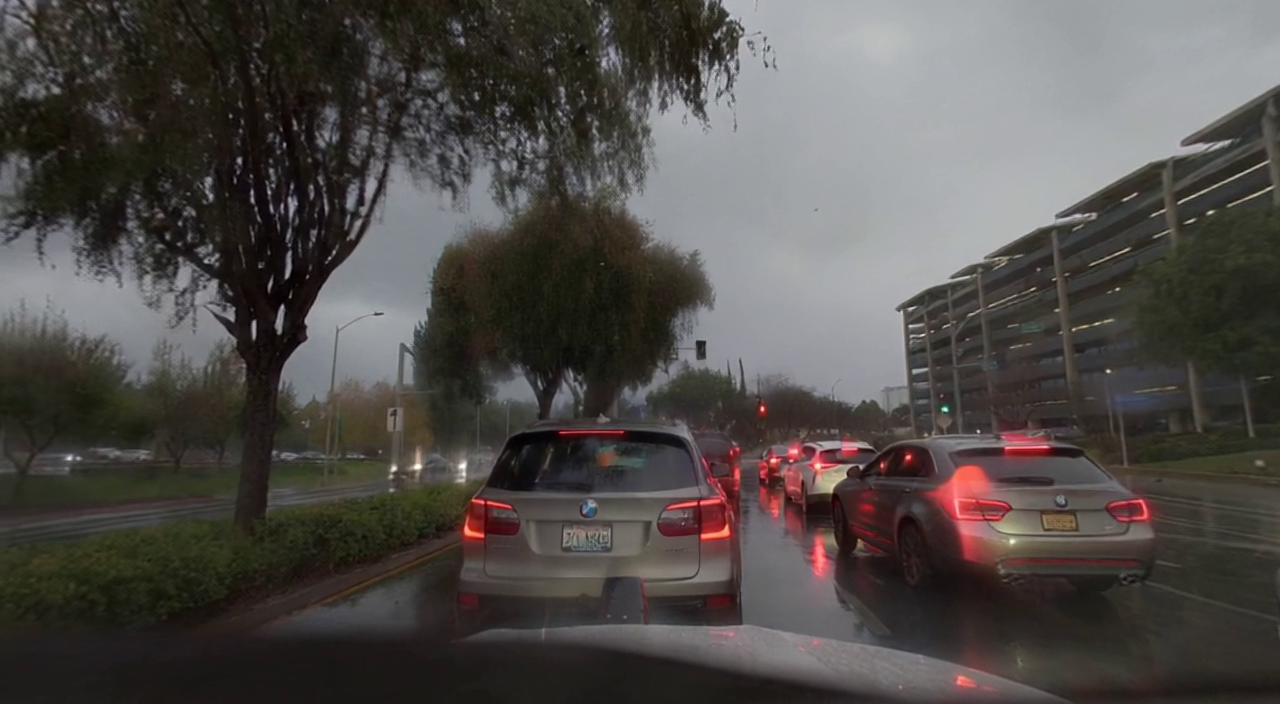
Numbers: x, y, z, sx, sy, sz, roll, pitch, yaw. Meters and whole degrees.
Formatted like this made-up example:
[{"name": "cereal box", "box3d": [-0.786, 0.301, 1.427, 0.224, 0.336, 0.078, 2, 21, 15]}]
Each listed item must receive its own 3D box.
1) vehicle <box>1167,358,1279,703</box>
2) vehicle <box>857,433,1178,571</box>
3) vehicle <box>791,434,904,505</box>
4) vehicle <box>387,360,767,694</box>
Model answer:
[{"name": "vehicle", "box3d": [4.055, 0.611, 1.131, 1.993, 1.719, 4.953, 0, -8, 1]}, {"name": "vehicle", "box3d": [4.889, 1.971, 9.177, 1.963, 1.480, 4.553, 0, -8, 2]}, {"name": "vehicle", "box3d": [5.313, 3.033, 16.724, 1.994, 1.638, 4.100, -1, -8, 6]}, {"name": "vehicle", "box3d": [-0.212, 1.233, 5.567, 2.021, 1.742, 4.295, -1, -8, 4]}]
